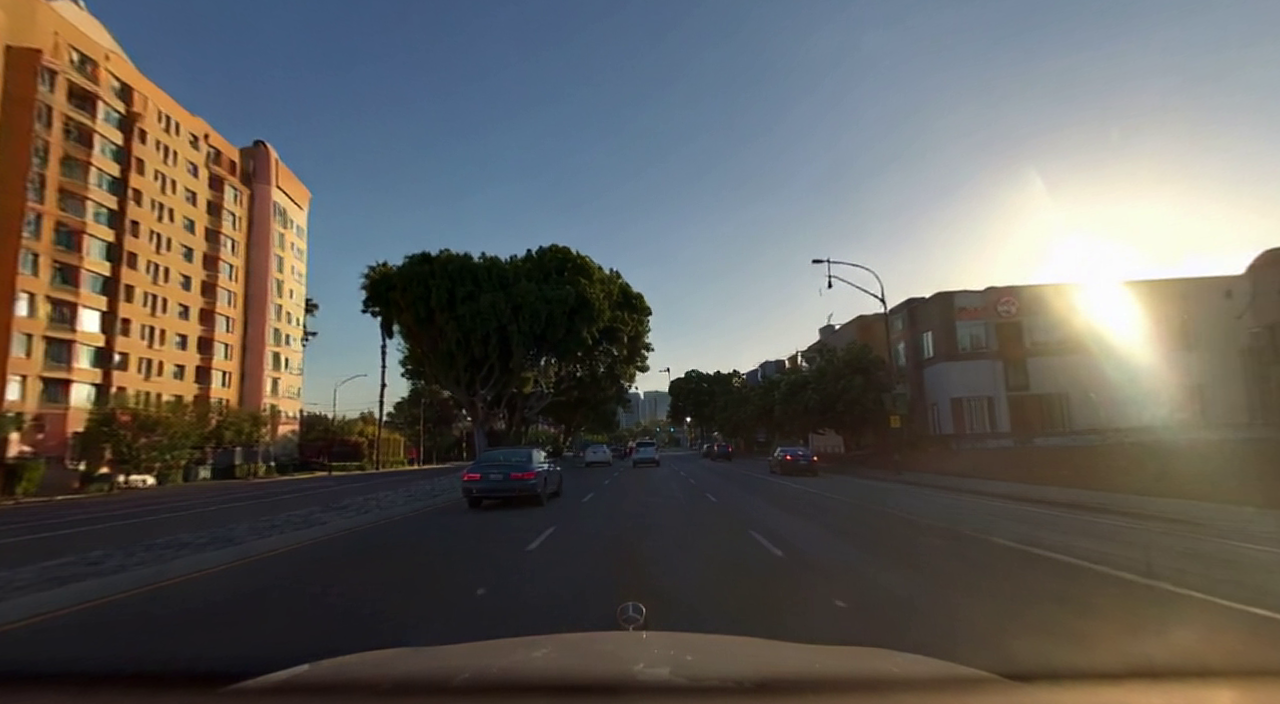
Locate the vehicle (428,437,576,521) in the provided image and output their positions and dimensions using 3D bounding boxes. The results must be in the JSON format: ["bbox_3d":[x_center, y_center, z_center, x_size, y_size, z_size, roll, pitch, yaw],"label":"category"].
[{"bbox_3d":[-2.729,2.631,13.649,2.095,1.486,4.411,-1,-8,2],"label":"vehicle"}]

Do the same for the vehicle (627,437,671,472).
[{"bbox_3d":[0.488,5.743,35.434,2.304,1.795,4.526,-1,-8,1],"label":"vehicle"}]

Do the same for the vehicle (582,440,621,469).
[{"bbox_3d":[-2.436,6.668,41.223,2.117,1.799,4.442,-1,-8,2],"label":"vehicle"}]

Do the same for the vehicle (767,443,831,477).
[{"bbox_3d":[7.286,4.961,29.329,1.884,1.458,4.245,0,-8,0],"label":"vehicle"}]
